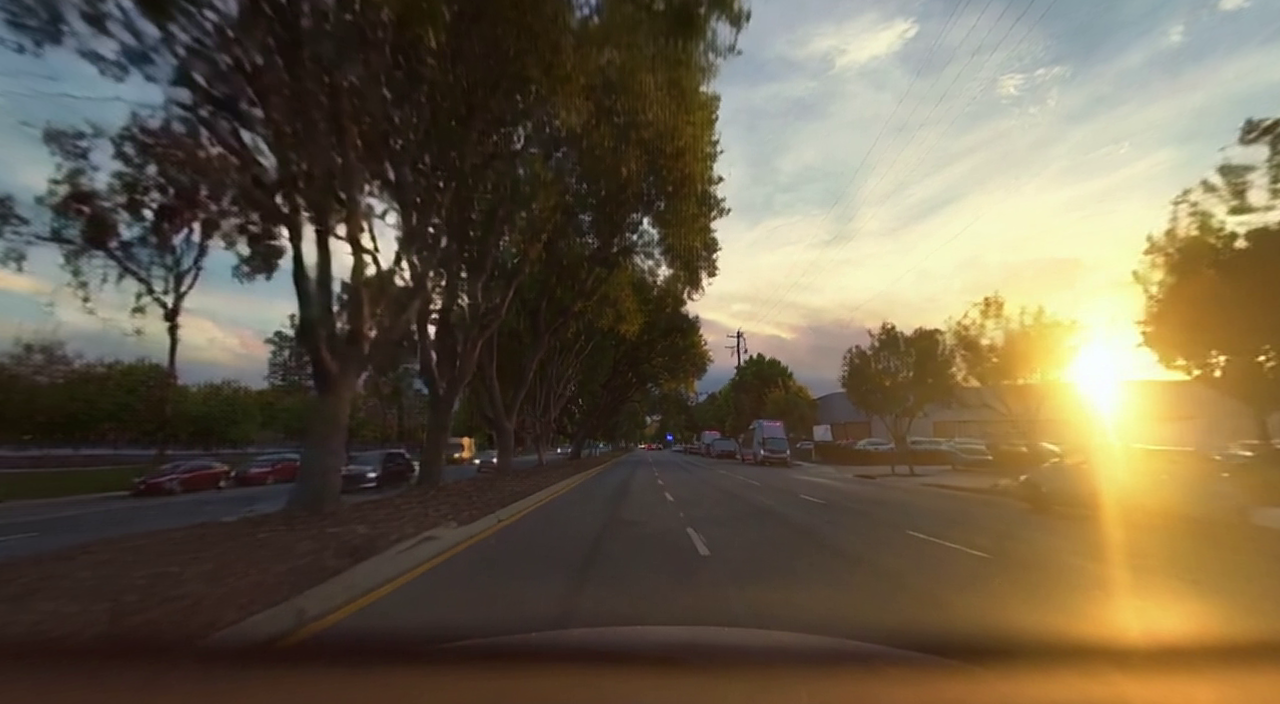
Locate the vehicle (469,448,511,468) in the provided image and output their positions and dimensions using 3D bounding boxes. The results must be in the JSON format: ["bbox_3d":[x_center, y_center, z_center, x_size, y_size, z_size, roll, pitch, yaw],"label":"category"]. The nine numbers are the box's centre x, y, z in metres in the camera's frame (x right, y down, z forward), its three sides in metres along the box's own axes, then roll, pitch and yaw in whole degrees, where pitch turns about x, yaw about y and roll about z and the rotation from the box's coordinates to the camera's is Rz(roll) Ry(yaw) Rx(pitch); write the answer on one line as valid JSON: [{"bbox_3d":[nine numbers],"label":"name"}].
[{"bbox_3d":[-10.989,7.780,46.567,1.973,1.442,4.241,0,-9,1],"label":"vehicle"}]

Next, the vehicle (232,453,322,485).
[{"bbox_3d":[-18.937,6.086,33.241,1.787,1.482,4.645,-1,-9,4],"label":"vehicle"}]

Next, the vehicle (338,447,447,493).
[{"bbox_3d":[-8.595,4.117,22.456,1.926,1.447,4.547,-1,-9,2],"label":"vehicle"}]

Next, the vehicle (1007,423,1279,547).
[{"bbox_3d":[9.503,2.405,11.918,2.303,1.761,4.689,5,-9,-2],"label":"vehicle"}]

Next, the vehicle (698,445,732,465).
[{"bbox_3d":[5.717,7.897,48.516,1.972,1.417,4.239,0,-9,-1],"label":"vehicle"}]

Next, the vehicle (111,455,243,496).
[{"bbox_3d":[-19.141,5.102,26.441,1.890,1.468,4.727,0,-9,1],"label":"vehicle"}]
